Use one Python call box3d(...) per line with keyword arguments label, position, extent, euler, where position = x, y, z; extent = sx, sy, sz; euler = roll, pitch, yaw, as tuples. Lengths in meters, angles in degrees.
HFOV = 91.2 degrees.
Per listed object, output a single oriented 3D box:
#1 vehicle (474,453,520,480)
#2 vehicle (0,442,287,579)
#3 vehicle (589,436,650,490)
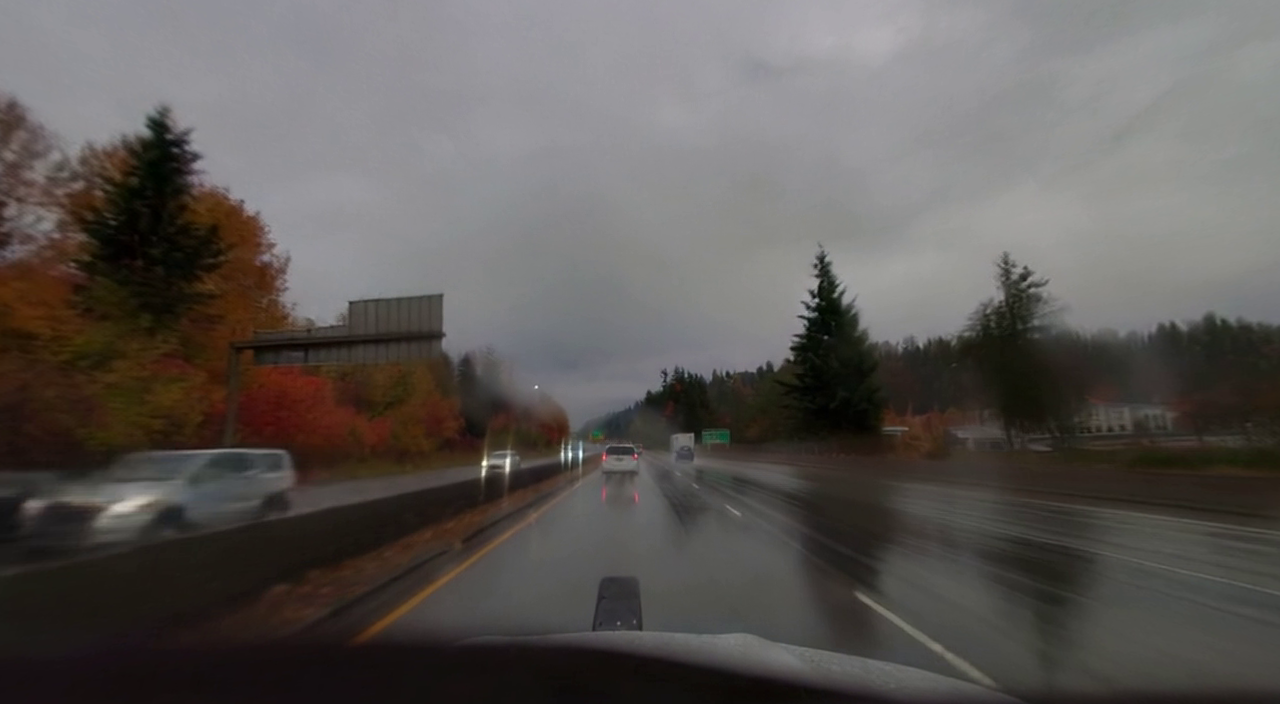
box3d(label="vehicle", position=(-9.039, 7.253, 39.885), extent=(1.920, 1.524, 4.179), euler=(-1, -9, 0))
box3d(label="vehicle", position=(-8.826, 2.569, 11.149), extent=(2.152, 1.839, 5.038), euler=(-1, -9, 0))
box3d(label="vehicle", position=(-0.659, 3.838, 21.893), extent=(1.937, 1.699, 3.936), euler=(-1, -9, 0))
